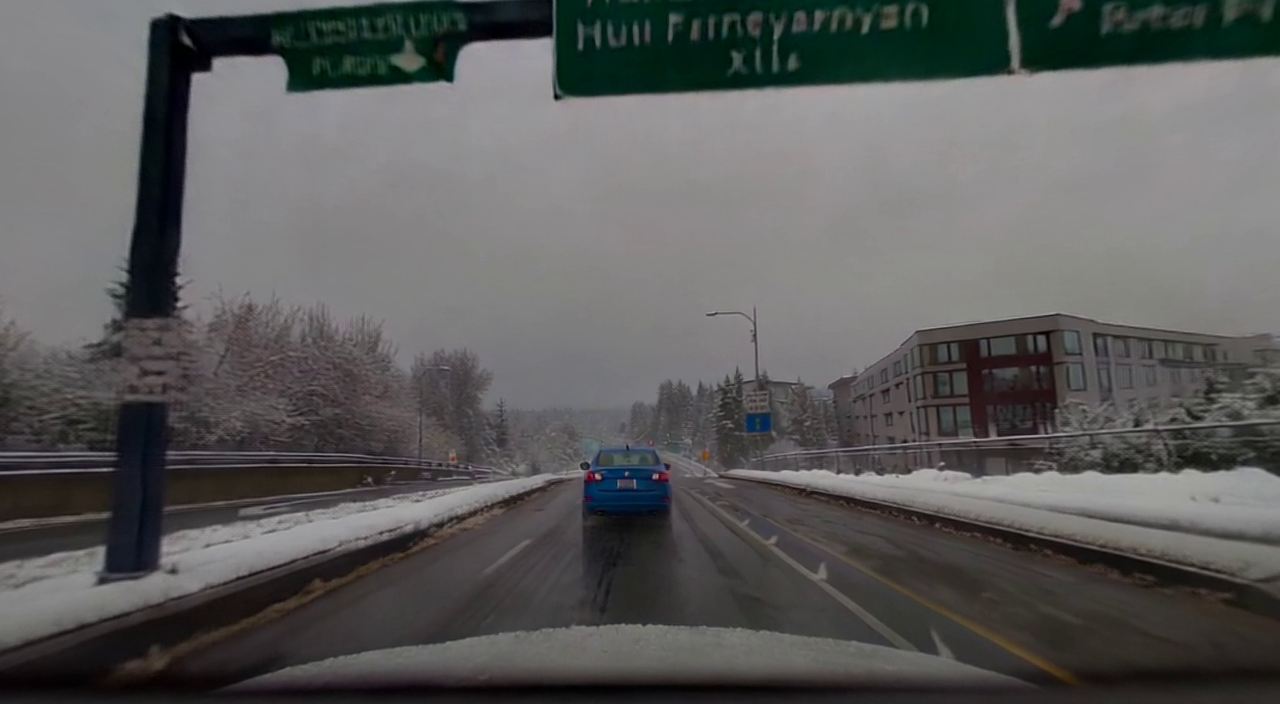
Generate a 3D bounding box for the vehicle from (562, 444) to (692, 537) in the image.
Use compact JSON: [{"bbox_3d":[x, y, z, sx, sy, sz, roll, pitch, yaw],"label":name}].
[{"bbox_3d":[-0.219,2.510,12.054,2.063,1.442,3.933,0,-9,0],"label":"vehicle"}]
